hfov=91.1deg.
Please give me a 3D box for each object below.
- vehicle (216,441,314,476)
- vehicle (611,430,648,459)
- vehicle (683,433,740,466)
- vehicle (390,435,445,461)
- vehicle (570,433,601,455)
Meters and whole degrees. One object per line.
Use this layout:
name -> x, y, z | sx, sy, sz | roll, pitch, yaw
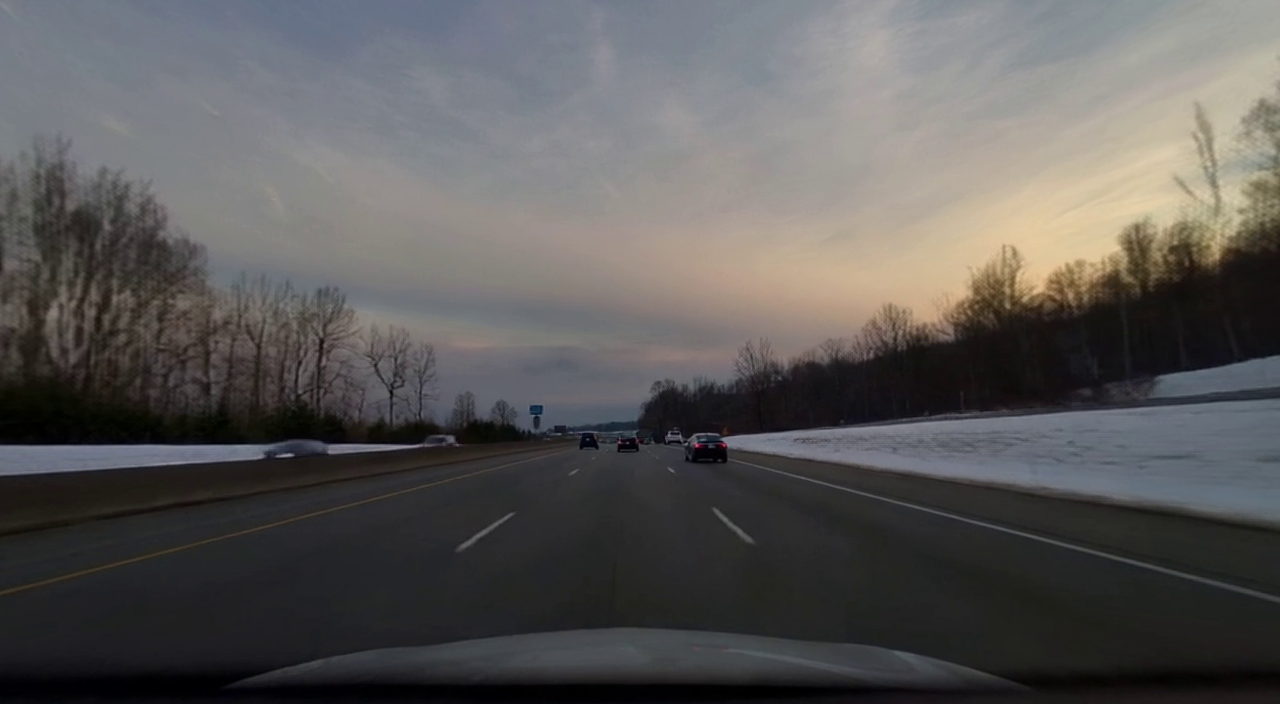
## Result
vehicle -> -17.243, 4.877, 29.164 | 1.982, 1.503, 4.149 | 0, -8, 0
vehicle -> -0.659, 5.727, 39.102 | 2.182, 1.680, 4.253 | 0, -8, -1
vehicle -> 3.380, 4.694, 30.621 | 2.056, 1.479, 4.660 | 0, -8, -2
vehicle -> -13.381, 5.769, 38.023 | 1.861, 1.479, 3.811 | 0, -8, 0
vehicle -> -4.047, 6.926, 47.310 | 2.041, 1.546, 4.080 | 0, -8, -1
